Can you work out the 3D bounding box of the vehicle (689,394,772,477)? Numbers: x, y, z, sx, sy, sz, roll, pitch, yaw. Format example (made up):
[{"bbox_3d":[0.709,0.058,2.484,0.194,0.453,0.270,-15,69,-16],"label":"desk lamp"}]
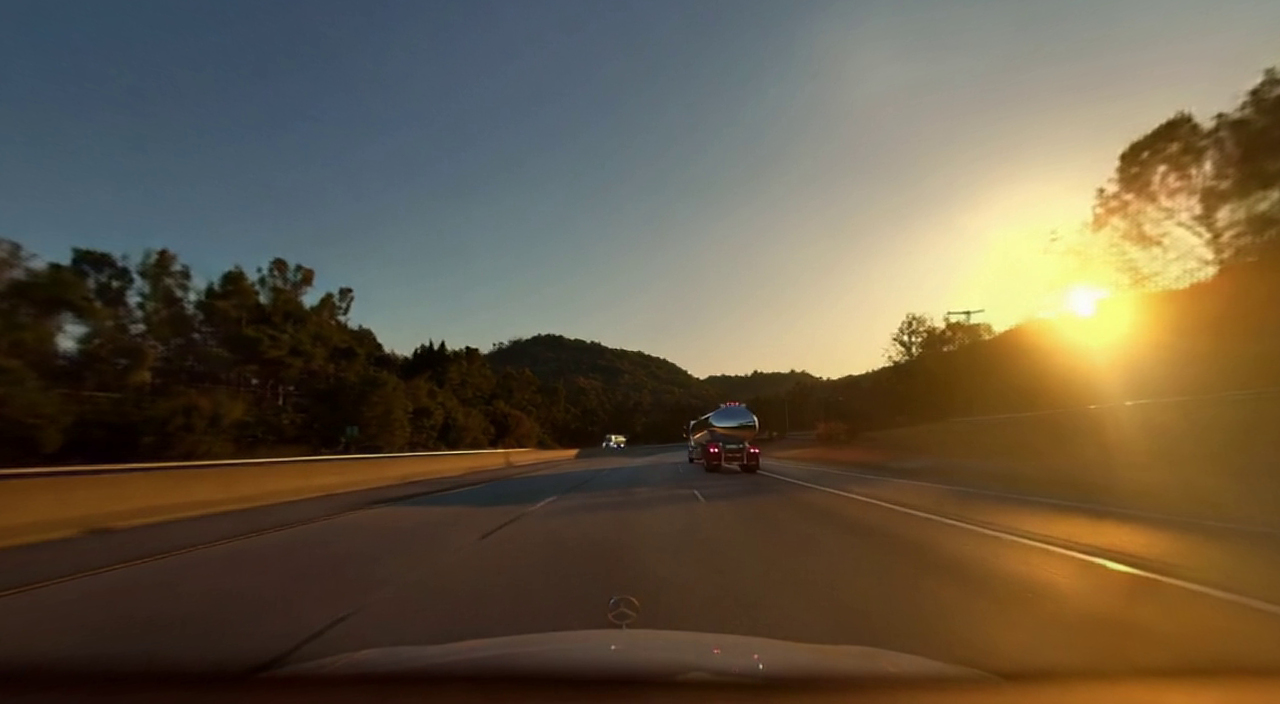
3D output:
[{"bbox_3d":[4.538,4.726,35.088,2.880,3.624,14.397,-1,-8,2],"label":"vehicle"}]
